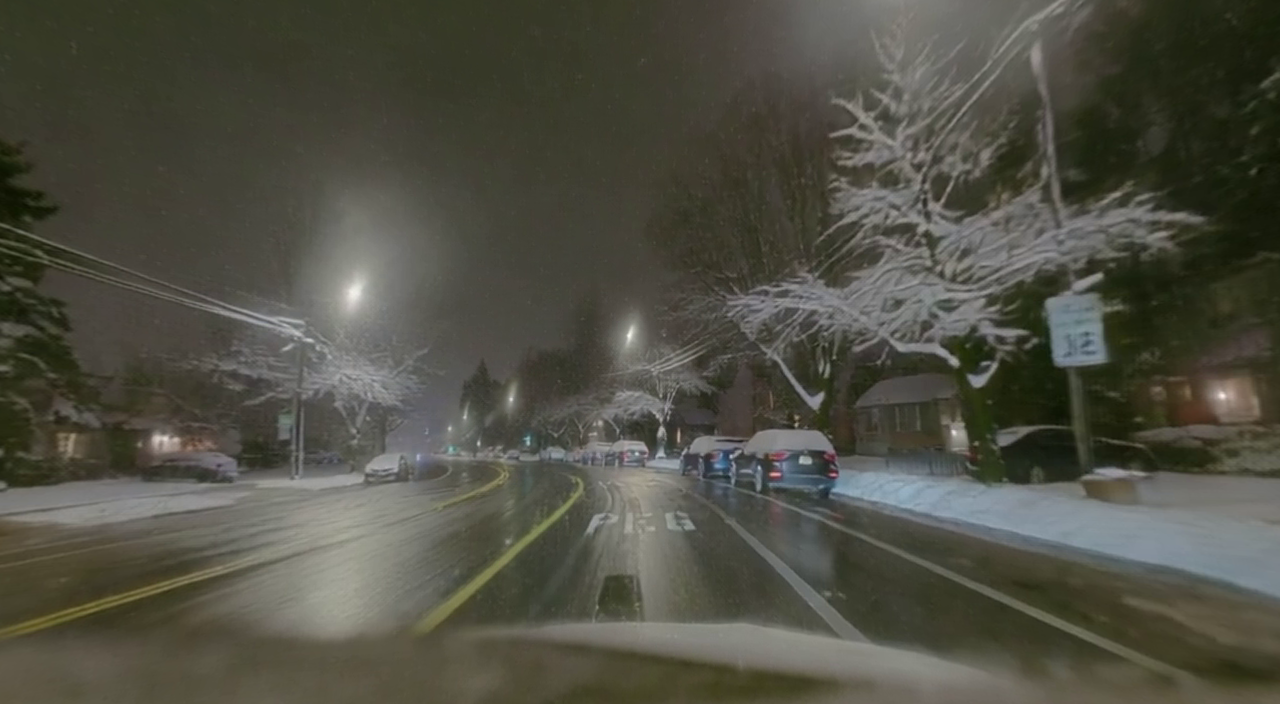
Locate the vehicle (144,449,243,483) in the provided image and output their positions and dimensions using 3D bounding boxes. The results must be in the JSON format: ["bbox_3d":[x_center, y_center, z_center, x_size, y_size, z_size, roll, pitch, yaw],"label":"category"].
[{"bbox_3d":[-20.997,5.363,29.862,1.942,1.464,4.537,2,-9,-9],"label":"vehicle"}]

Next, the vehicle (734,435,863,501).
[{"bbox_3d":[4.801,3.631,20.344,1.954,1.732,6.409,2,-8,-5],"label":"vehicle"}]

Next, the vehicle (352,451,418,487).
[{"bbox_3d":[-13.397,6.117,33.332,2.292,1.499,4.661,-4,-8,-11],"label":"vehicle"}]

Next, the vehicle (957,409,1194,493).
[{"bbox_3d":[11.684,2.675,17.124,4.882,1.766,2.040,-4,-9,-4],"label":"vehicle"}]

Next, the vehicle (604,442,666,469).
[{"bbox_3d":[-0.511,7.536,45.942,2.723,1.785,7.174,3,-10,-16],"label":"vehicle"}]

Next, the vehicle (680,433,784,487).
[{"bbox_3d":[3.746,4.622,27.381,2.402,1.889,6.910,5,-9,-9],"label":"vehicle"}]
